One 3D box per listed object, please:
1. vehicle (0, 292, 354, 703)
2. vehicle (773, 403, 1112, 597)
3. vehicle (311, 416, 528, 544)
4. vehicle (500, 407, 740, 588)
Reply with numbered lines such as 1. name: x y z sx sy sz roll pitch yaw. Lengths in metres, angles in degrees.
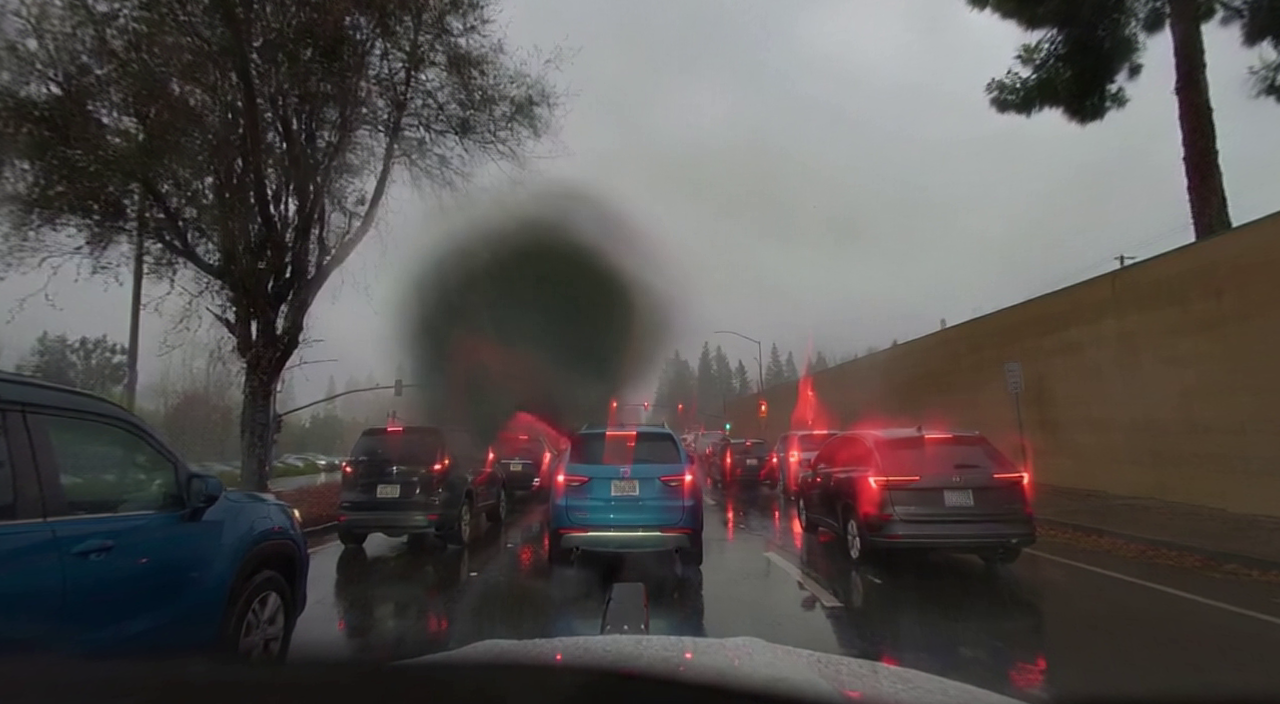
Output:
1. vehicle: -3.521 0.831 3.111 2.070 1.913 4.450 0 -8 0
2. vehicle: 3.146 1.627 7.801 2.029 1.702 4.281 0 -8 0
3. vehicle: -3.485 2.118 11.147 2.067 1.759 4.631 0 -8 1
4. vehicle: -0.152 1.655 7.946 2.245 1.677 3.913 0 -8 1
